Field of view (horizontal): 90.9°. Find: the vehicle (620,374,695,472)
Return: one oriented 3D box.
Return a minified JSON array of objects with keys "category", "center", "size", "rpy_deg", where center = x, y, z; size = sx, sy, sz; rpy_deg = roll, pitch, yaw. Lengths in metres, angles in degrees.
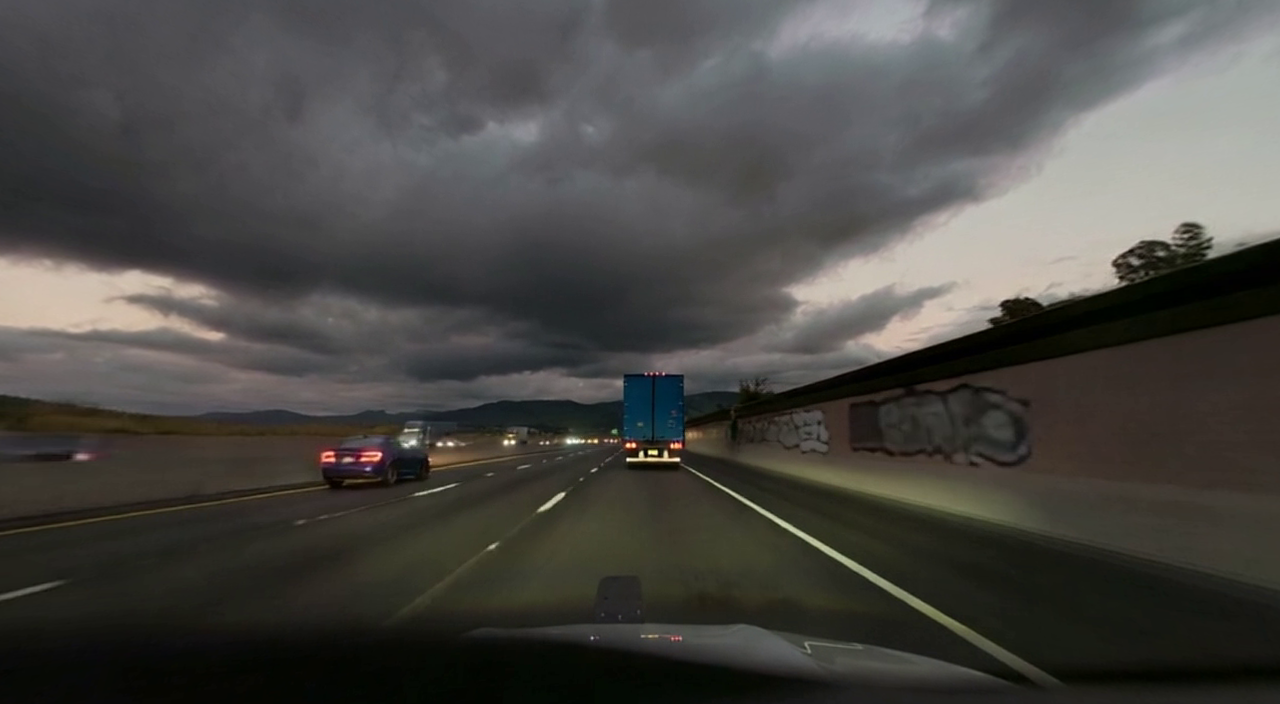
[{"category":"vehicle","center":[0.559,3.486,29.947],"size":[2.921,3.765,10.773],"rpy_deg":[0,-8,-1]}]

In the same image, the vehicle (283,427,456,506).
[{"category":"vehicle","center":[-6.018,2.579,14.760],"size":[1.982,1.535,4.519],"rpy_deg":[0,-8,1]}]
